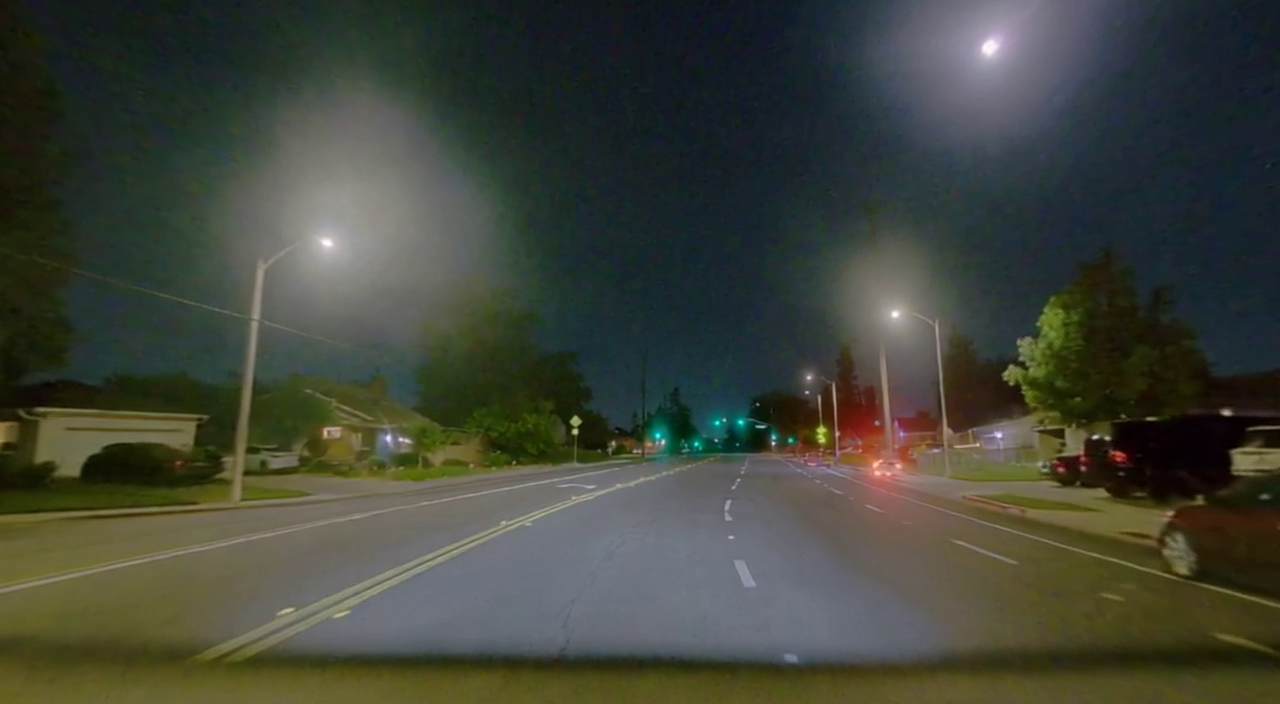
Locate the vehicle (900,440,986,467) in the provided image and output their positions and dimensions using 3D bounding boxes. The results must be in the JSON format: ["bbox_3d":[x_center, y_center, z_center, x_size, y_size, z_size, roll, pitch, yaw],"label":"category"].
[{"bbox_3d":[21.041,7.081,44.098,4.854,1.803,2.179,-1,-9,5],"label":"vehicle"}]

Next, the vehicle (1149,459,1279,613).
[{"bbox_3d":[7.445,1.813,5.701,1.999,1.518,4.609,3,-9,2],"label":"vehicle"}]

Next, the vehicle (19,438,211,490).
[{"bbox_3d":[-19.327,4.161,23.483,2.076,1.703,5.095,-8,-13,42],"label":"vehicle"}]

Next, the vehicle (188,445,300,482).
[{"bbox_3d":[-17.793,5.005,28.618,1.786,1.500,4.021,-3,-9,15],"label":"vehicle"}]

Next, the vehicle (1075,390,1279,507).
[{"bbox_3d":[15.197,2.565,16.832,5.083,2.829,2.600,-2,-9,10],"label":"vehicle"}]
